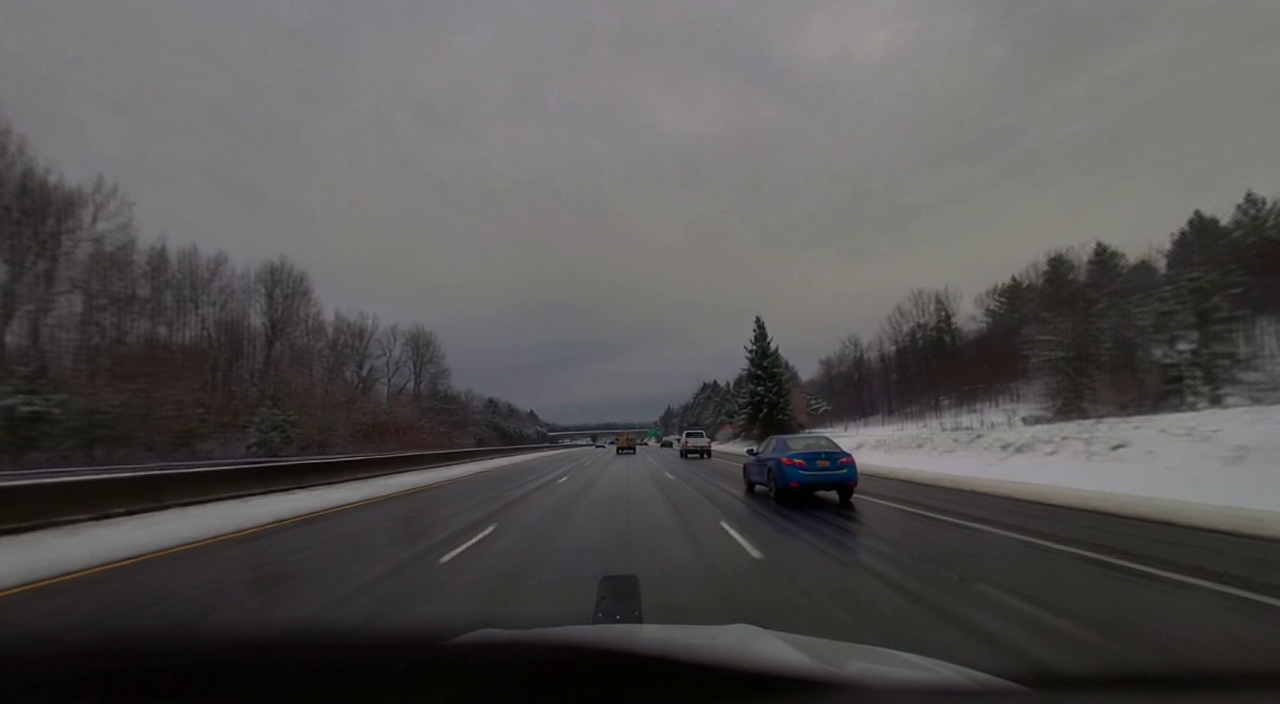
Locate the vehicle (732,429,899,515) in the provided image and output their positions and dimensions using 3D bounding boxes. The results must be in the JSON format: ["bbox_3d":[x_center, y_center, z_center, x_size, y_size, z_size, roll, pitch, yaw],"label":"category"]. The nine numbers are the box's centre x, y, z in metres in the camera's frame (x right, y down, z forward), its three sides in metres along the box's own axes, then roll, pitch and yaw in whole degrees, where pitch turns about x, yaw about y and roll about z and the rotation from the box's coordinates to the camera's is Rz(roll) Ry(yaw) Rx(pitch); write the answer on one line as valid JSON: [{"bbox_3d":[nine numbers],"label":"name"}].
[{"bbox_3d":[3.430,2.424,13.395,2.056,1.479,4.660,0,-8,-2],"label":"vehicle"}]

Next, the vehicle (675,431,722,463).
[{"bbox_3d":[3.245,5.352,35.601,2.098,1.677,4.275,0,-8,-2],"label":"vehicle"}]

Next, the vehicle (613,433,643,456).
[{"bbox_3d":[-0.958,7.001,47.712,2.182,1.680,4.253,0,-8,-2],"label":"vehicle"}]
